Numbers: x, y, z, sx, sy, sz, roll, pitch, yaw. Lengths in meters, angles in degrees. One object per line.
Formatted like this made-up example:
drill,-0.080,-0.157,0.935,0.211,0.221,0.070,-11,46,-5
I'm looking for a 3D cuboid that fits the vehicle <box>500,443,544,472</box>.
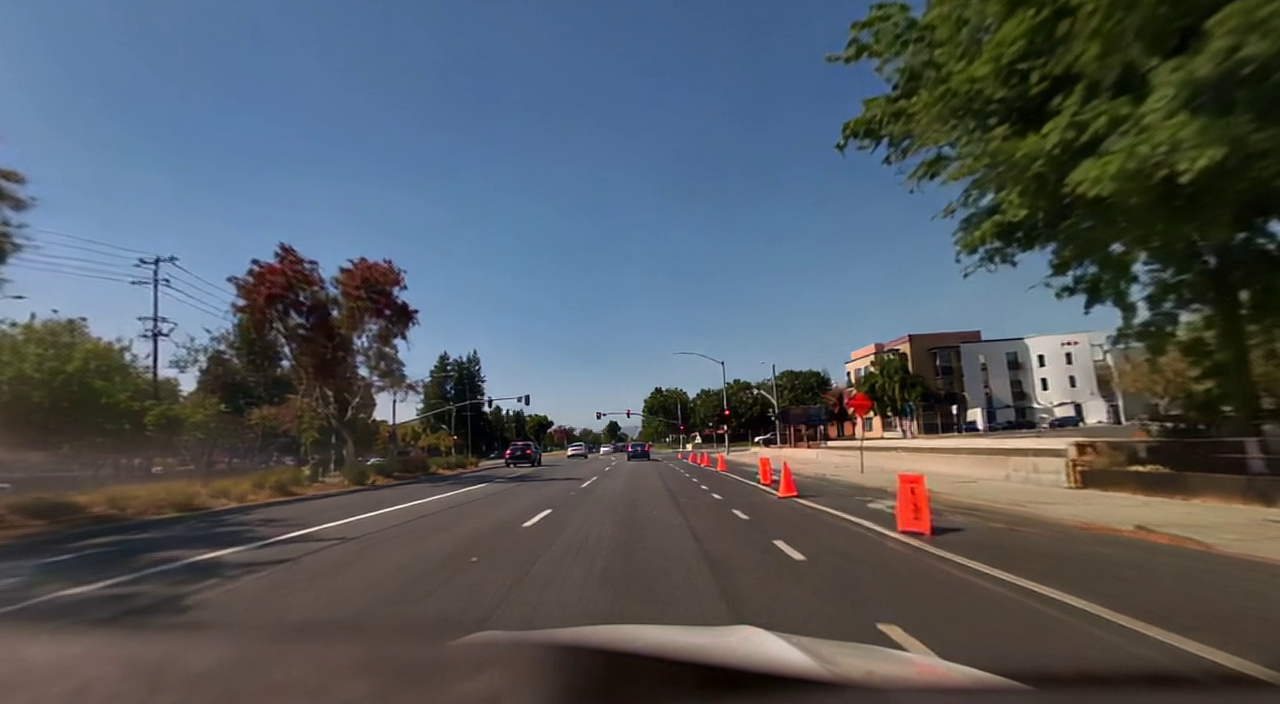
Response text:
vehicle,-6.811,6.143,36.938,1.869,1.570,4.064,0,-8,-1
